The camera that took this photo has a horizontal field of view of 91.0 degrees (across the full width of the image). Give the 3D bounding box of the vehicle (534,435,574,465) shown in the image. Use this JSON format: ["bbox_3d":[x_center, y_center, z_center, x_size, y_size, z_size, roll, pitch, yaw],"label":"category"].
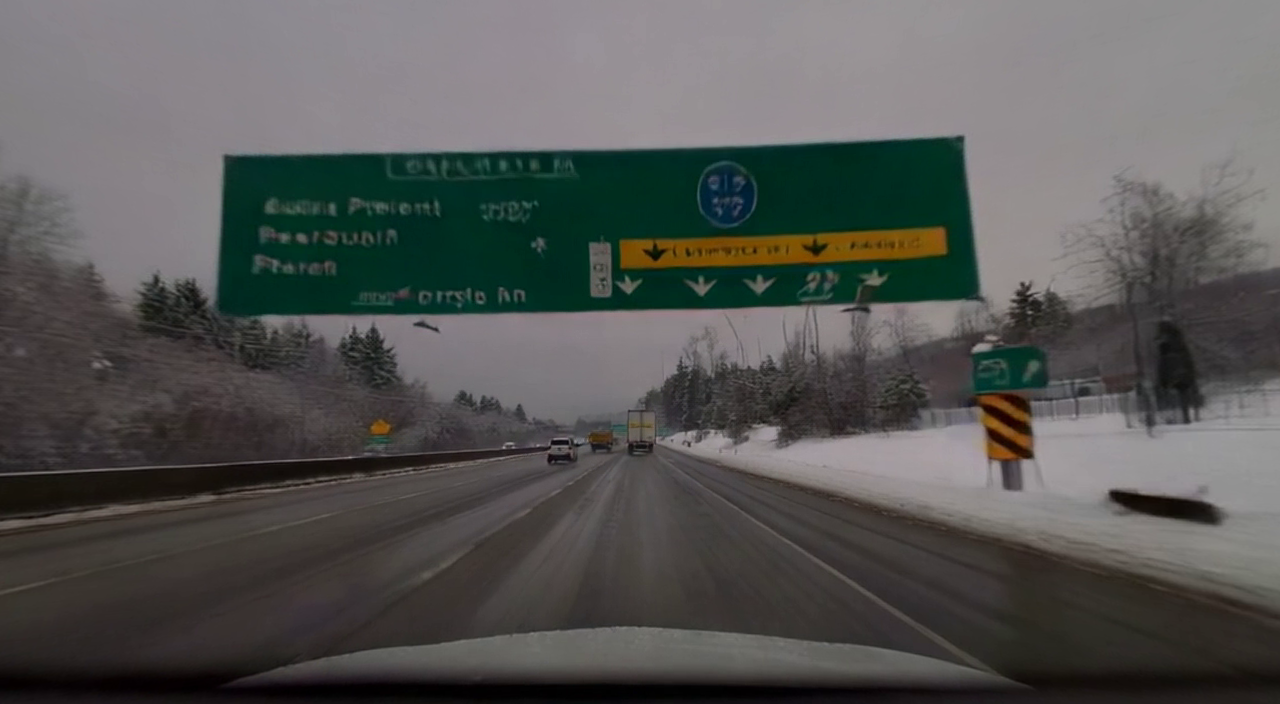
[{"bbox_3d":[-5.582,6.425,41.454,2.127,1.839,4.984,0,-8,-2],"label":"vehicle"}]

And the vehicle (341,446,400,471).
[{"bbox_3d":[-19.011,7.529,44.651,1.976,1.575,5.075,0,-8,0],"label":"vehicle"}]
